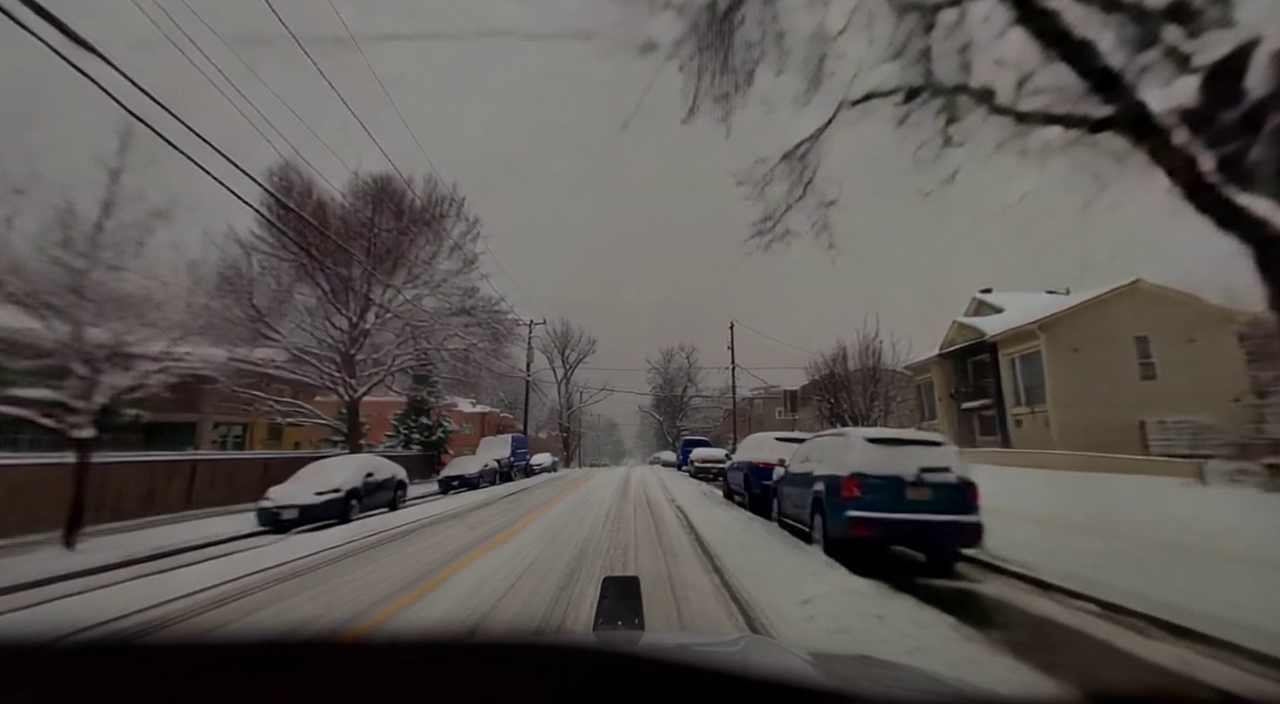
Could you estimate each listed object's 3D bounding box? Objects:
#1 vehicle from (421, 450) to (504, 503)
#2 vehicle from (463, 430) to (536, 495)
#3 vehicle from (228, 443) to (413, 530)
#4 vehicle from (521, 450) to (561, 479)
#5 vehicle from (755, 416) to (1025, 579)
[{"bbox_3d":[-7.058,4.958,25.532,2.027,1.563,4.594,-2,-5,0],"label":"vehicle"},{"bbox_3d":[-7.122,5.583,32.602,2.508,2.712,5.809,0,-4,-1],"label":"vehicle"},{"bbox_3d":[-6.945,2.896,14.311,1.874,1.569,4.318,1,-8,1],"label":"vehicle"},{"bbox_3d":[-7.061,8.037,45.333,2.057,1.632,4.730,1,-6,0],"label":"vehicle"},{"bbox_3d":[3.183,1.958,9.284,2.013,1.775,4.570,0,-9,-1],"label":"vehicle"}]
